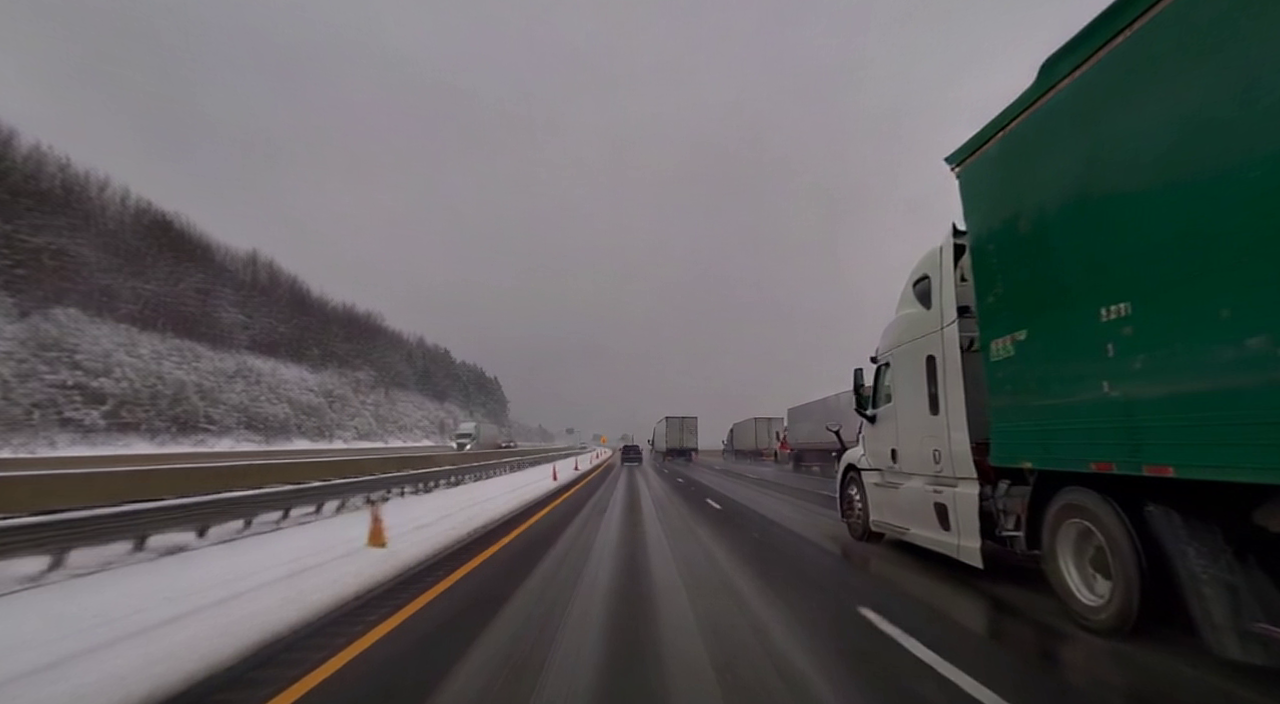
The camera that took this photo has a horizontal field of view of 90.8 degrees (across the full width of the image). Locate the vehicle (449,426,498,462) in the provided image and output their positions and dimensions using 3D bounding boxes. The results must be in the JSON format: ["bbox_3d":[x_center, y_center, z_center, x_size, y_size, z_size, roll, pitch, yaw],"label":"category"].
[{"bbox_3d":[-13.067,7.309,49.958,2.278,2.621,5.863,0,-9,-1],"label":"vehicle"}]

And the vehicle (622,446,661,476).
[{"bbox_3d":[0.026,5.680,33.071,1.927,1.437,3.794,0,-9,-1],"label":"vehicle"}]

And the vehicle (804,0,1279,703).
[{"bbox_3d":[3.662,0.171,4.988,2.990,3.934,6.180,0,-9,0],"label":"vehicle"}]
